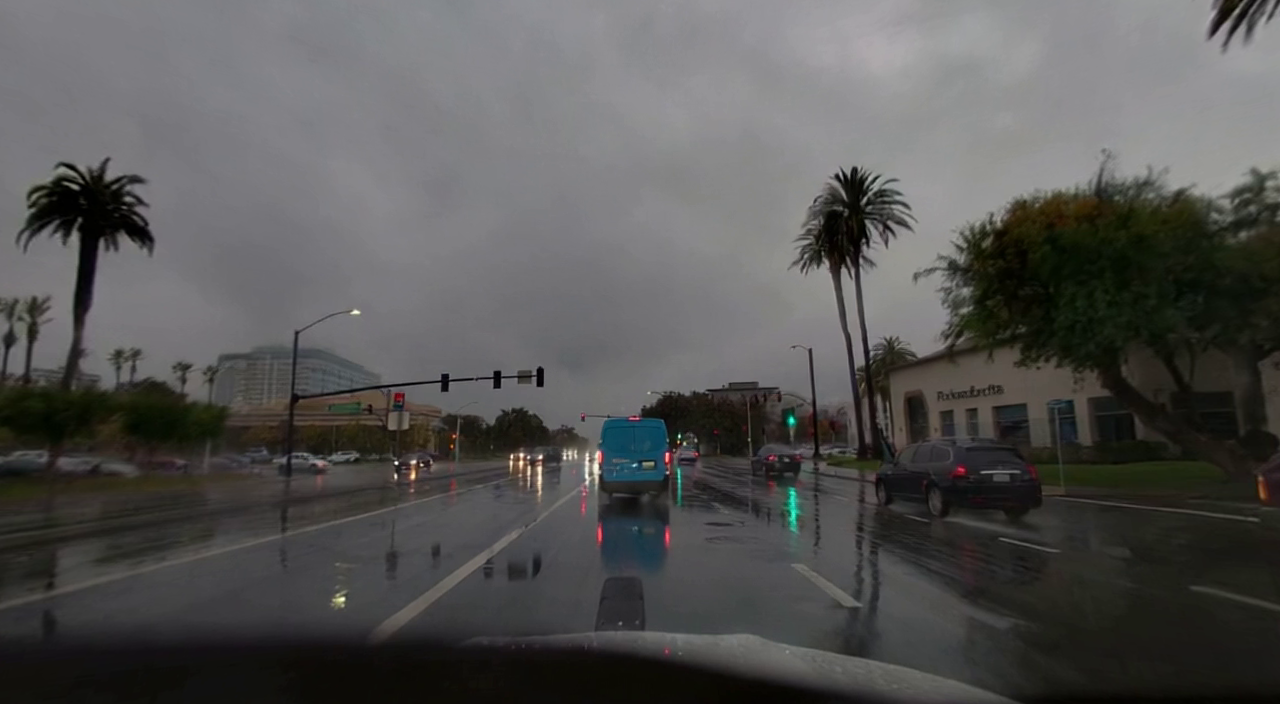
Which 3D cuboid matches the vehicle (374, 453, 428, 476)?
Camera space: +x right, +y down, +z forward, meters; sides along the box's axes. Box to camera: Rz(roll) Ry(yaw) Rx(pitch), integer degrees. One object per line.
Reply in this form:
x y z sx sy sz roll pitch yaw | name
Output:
-17.011 8.016 45.209 1.953 1.480 4.632 0 -9 1 | vehicle

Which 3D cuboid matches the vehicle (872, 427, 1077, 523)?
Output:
7.122 2.647 14.167 2.023 1.771 4.488 0 -9 -2 | vehicle

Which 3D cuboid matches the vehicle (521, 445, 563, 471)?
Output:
-6.760 7.335 43.964 2.109 1.653 4.681 0 -9 1 | vehicle

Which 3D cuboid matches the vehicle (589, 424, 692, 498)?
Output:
-0.057 3.434 20.308 2.848 1.991 5.706 0 -9 -1 | vehicle

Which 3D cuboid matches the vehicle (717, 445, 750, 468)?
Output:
7.095 7.937 48.258 1.953 1.665 4.327 0 -9 1 | vehicle

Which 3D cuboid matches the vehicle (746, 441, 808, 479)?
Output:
6.617 5.269 31.103 1.931 1.692 4.267 0 -9 -2 | vehicle
